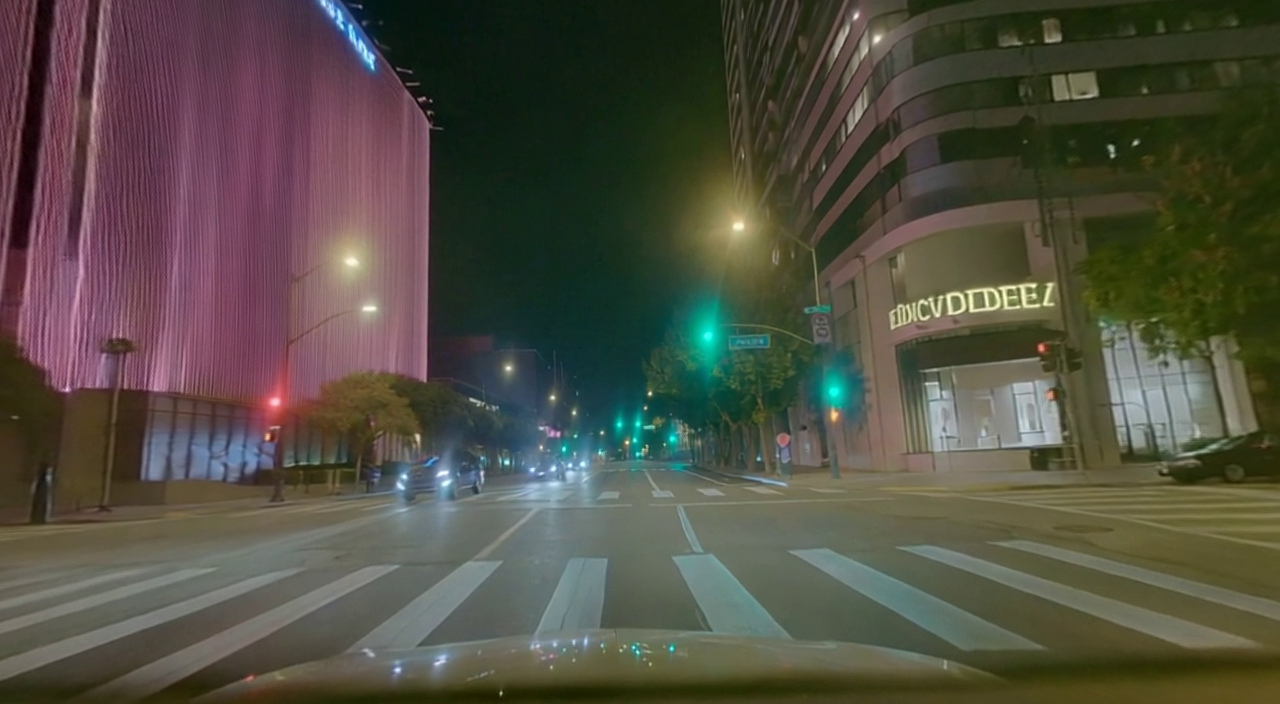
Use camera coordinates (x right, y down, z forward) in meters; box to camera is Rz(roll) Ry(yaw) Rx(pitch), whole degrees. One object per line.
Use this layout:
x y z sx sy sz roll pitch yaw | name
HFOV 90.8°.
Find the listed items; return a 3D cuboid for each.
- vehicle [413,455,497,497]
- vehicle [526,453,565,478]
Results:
-7.273 4.903 25.326 1.893 1.451 4.276 -1 -9 3 | vehicle
-6.349 7.659 42.903 1.897 1.537 3.770 -1 -9 3 | vehicle
